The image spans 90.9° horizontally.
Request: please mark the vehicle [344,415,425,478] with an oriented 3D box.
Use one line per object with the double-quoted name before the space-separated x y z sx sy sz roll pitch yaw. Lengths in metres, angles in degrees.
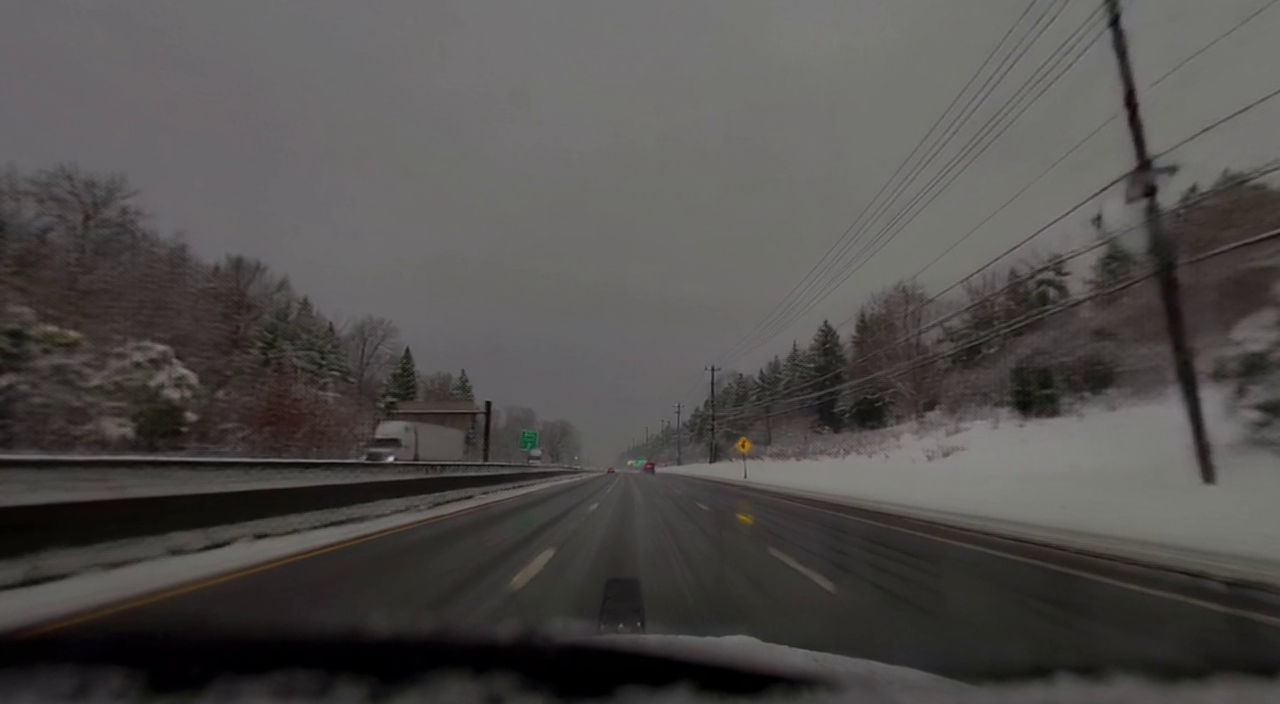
"vehicle" -17.383 6.580 43.347 2.964 3.921 5.816 1 -10 -1
